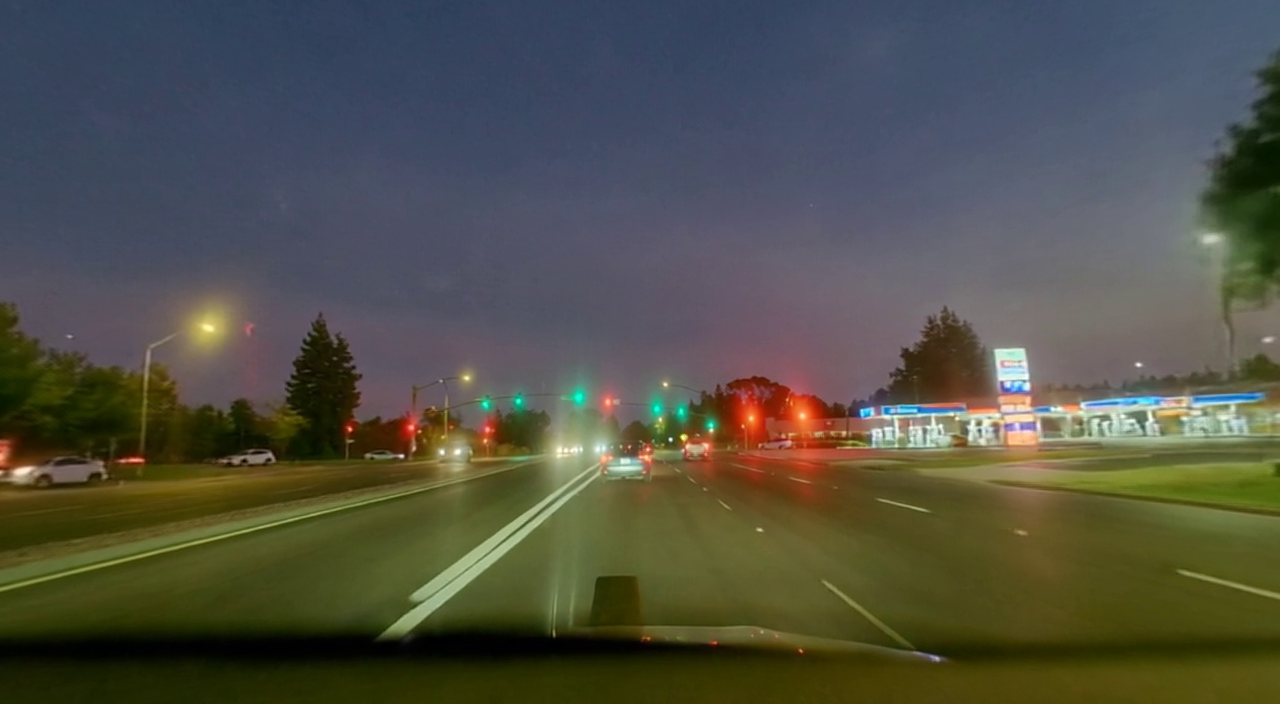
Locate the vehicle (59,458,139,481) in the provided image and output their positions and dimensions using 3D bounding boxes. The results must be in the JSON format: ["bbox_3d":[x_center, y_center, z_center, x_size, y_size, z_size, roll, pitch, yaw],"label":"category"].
[{"bbox_3d":[-36.217,7.850,42.349,3.670,1.430,1.897,-1,-9,5],"label":"vehicle"}]

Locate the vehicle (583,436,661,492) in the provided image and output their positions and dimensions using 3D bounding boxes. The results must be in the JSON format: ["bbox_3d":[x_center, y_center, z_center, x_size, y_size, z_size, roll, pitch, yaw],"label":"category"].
[{"bbox_3d":[-0.456,3.197,18.292,2.040,1.451,3.736,0,-9,0],"label":"vehicle"}]
